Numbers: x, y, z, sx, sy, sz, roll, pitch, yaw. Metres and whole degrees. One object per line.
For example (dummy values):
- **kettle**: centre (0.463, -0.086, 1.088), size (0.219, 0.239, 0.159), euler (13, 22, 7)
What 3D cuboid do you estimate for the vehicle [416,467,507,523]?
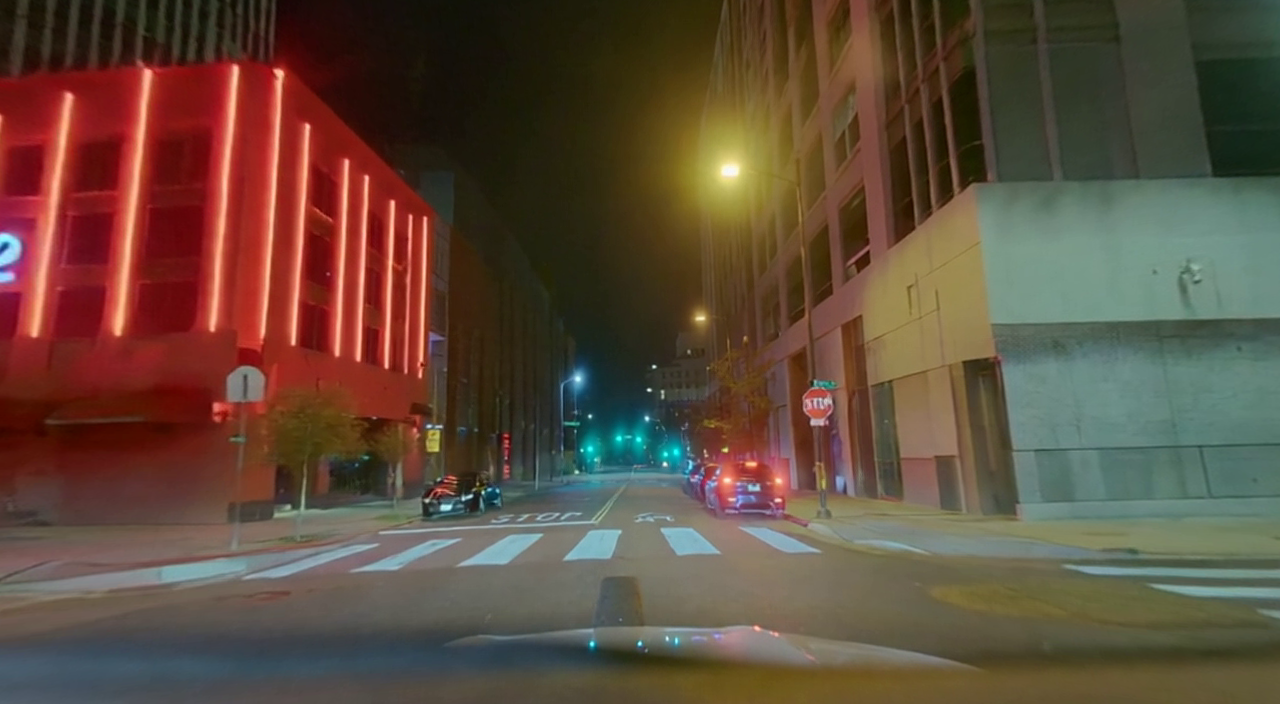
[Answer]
- **vehicle**: centre (-5.536, 4.473, 20.113), size (1.864, 1.447, 3.887), euler (0, -9, -2)

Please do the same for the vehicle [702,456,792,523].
- **vehicle**: centre (3.043, 3.985, 18.891), size (1.917, 1.680, 4.500), euler (0, -9, 0)
